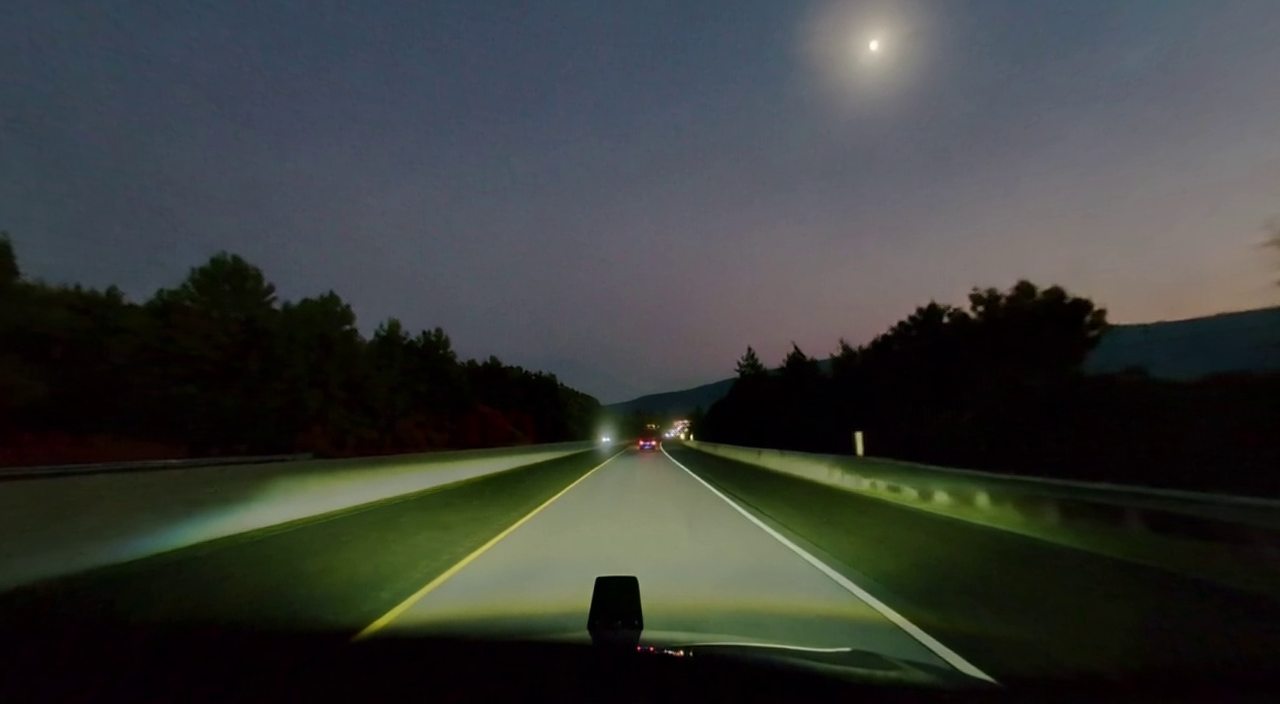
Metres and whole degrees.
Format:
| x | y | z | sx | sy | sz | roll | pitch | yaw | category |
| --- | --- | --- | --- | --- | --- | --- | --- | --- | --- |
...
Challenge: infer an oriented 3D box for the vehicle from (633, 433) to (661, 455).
| x | y | z | sx | sy | sz | roll | pitch | yaw | category |
| --- | --- | --- | --- | --- | --- | --- | --- | --- | --- |
| 0.542 | 7.216 | 49.428 | 2.058 | 1.649 | 3.942 | 0 | -8 | 0 | vehicle |
